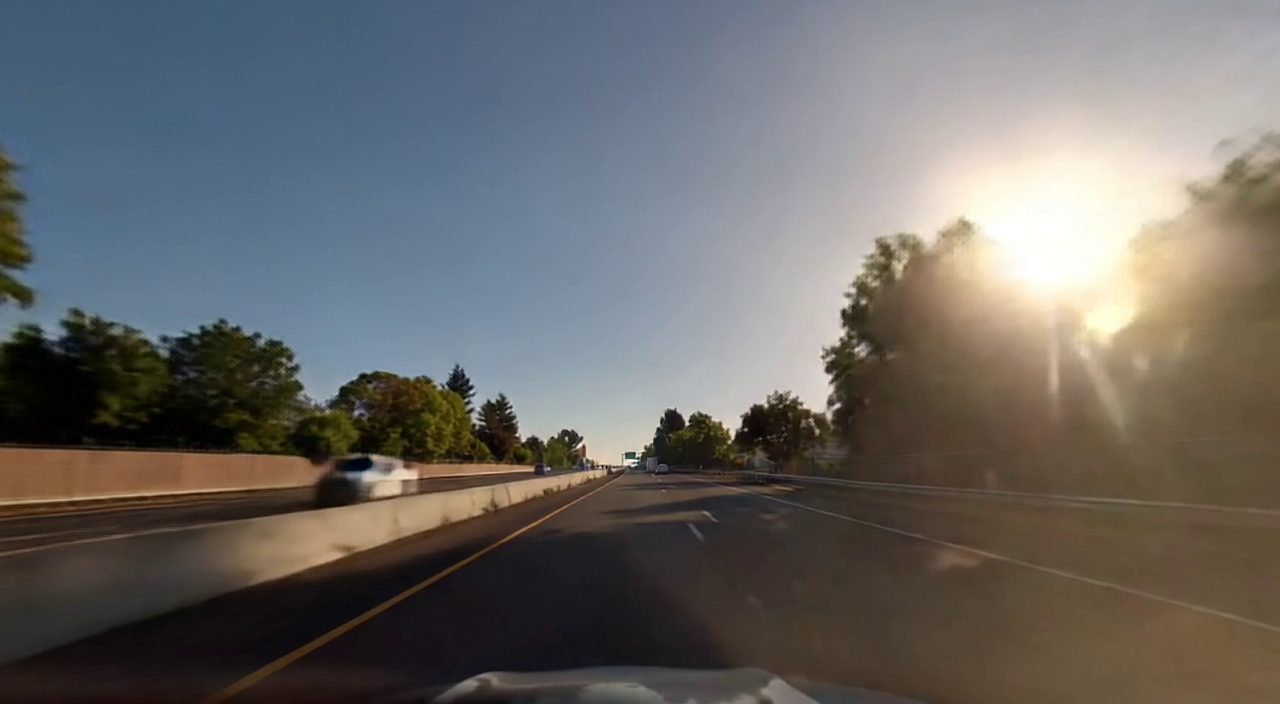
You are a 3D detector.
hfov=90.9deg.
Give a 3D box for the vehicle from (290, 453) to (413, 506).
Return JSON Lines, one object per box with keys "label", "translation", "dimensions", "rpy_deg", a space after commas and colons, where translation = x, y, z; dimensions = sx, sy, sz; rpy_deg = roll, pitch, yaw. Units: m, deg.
{"label": "vehicle", "translation": [-9.256, 4.155, 20.730], "dimensions": [1.938, 1.521, 4.459], "rpy_deg": [1, -10, 0]}
